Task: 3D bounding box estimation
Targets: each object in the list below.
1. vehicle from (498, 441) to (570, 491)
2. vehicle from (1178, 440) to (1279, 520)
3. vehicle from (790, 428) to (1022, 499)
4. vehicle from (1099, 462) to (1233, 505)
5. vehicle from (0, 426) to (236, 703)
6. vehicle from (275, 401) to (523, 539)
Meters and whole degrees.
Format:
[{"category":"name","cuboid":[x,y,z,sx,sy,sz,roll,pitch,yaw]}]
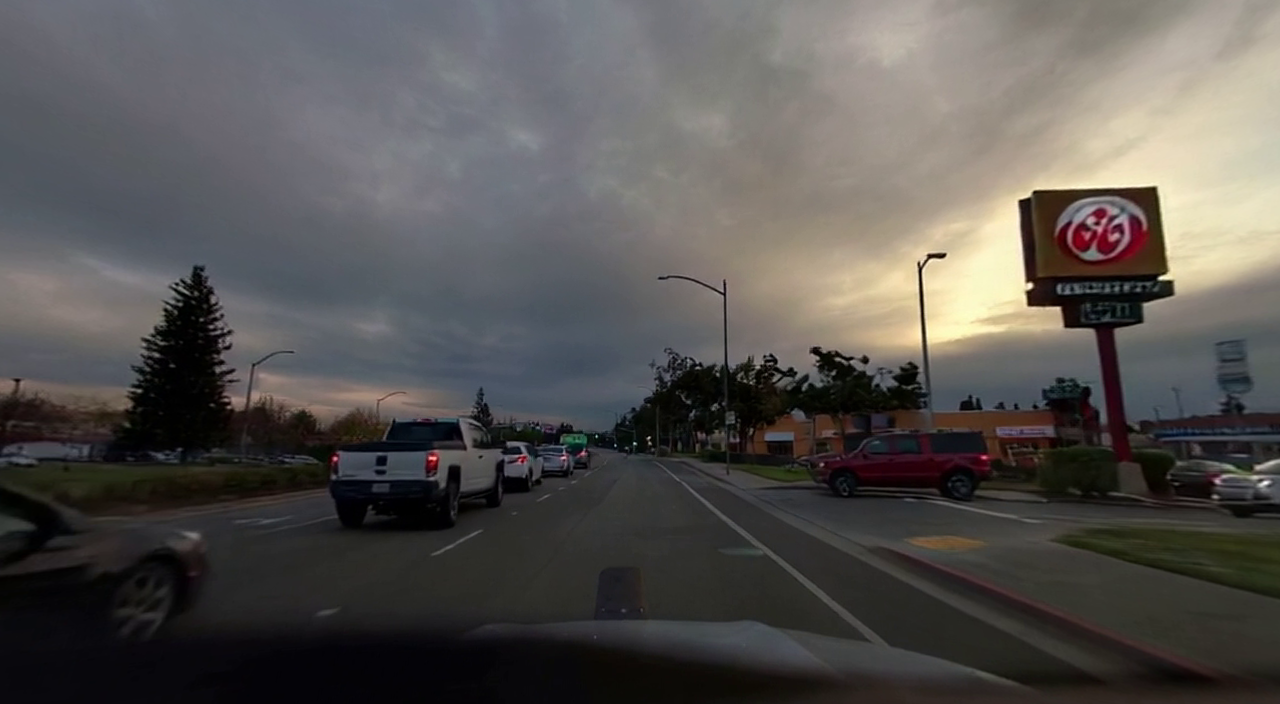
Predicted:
[{"category":"vehicle","cuboid":[-4.291,4.669,26.127,2.129,1.855,4.414,0,-8,1]},{"category":"vehicle","cuboid":[16.940,3.266,15.554,5.120,1.817,2.154,3,-8,4]},{"category":"vehicle","cuboid":[6.429,2.812,15.755,4.813,1.622,2.110,-1,-11,4]},{"category":"vehicle","cuboid":[20.309,5.070,24.473,1.646,1.418,3.910,1,-8,-3]},{"category":"vehicle","cuboid":[-4.188,1.025,2.641,2.113,1.446,4.309,0,-8,0]},{"category":"vehicle","cuboid":[-4.340,2.293,12.937,2.664,2.122,6.124,0,-8,0]}]
